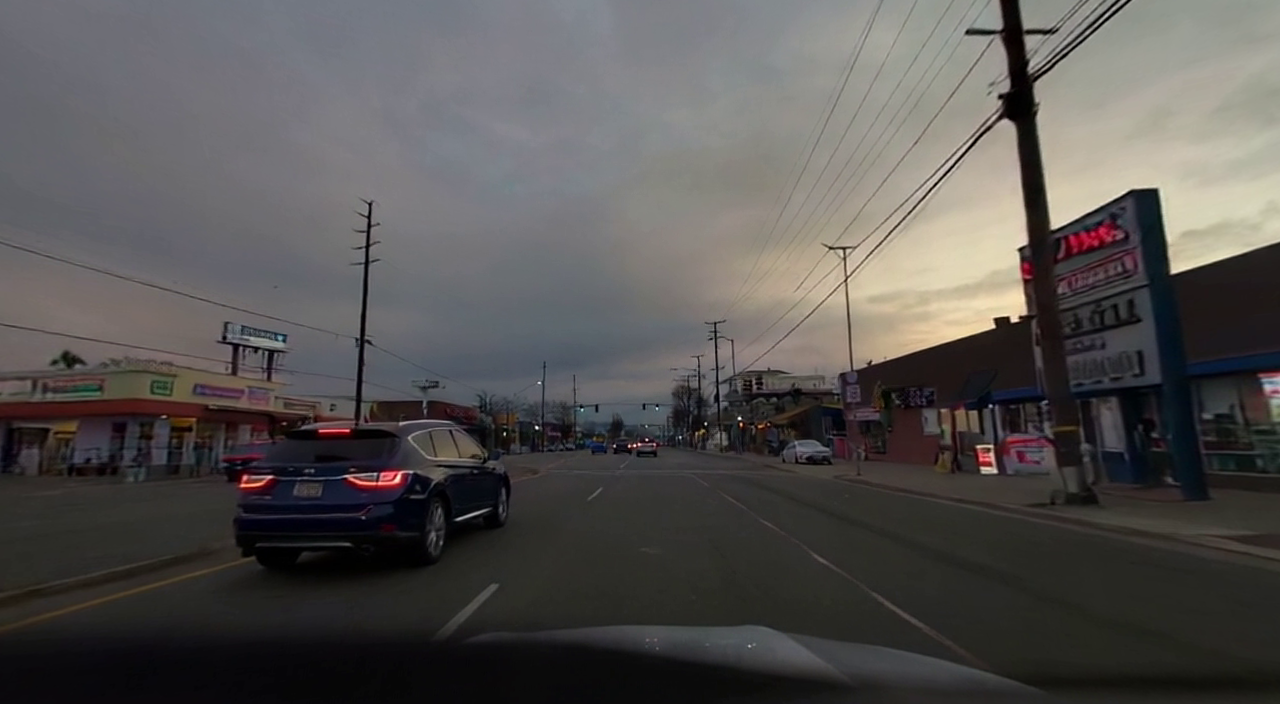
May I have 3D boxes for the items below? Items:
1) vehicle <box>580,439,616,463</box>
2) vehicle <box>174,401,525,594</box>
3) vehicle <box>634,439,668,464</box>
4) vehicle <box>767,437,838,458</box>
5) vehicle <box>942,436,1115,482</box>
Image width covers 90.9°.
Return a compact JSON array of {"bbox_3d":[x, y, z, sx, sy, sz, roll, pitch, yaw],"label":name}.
[{"bbox_3d":[-2.706,6.571,41.868,1.950,1.450,4.257,0,-9,2],"label":"vehicle"},{"bbox_3d":[-2.927,1.588,7.725,2.049,1.646,4.445,0,-9,2],"label":"vehicle"},{"bbox_3d":[0.685,6.144,39.072,2.037,1.484,4.073,0,-9,1],"label":"vehicle"},{"bbox_3d":[12.188,7.195,47.445,4.734,1.499,1.888,0,-9,-1],"label":"vehicle"},{"bbox_3d":[13.404,3.708,21.955,4.707,1.485,1.948,0,-9,-1],"label":"vehicle"}]
